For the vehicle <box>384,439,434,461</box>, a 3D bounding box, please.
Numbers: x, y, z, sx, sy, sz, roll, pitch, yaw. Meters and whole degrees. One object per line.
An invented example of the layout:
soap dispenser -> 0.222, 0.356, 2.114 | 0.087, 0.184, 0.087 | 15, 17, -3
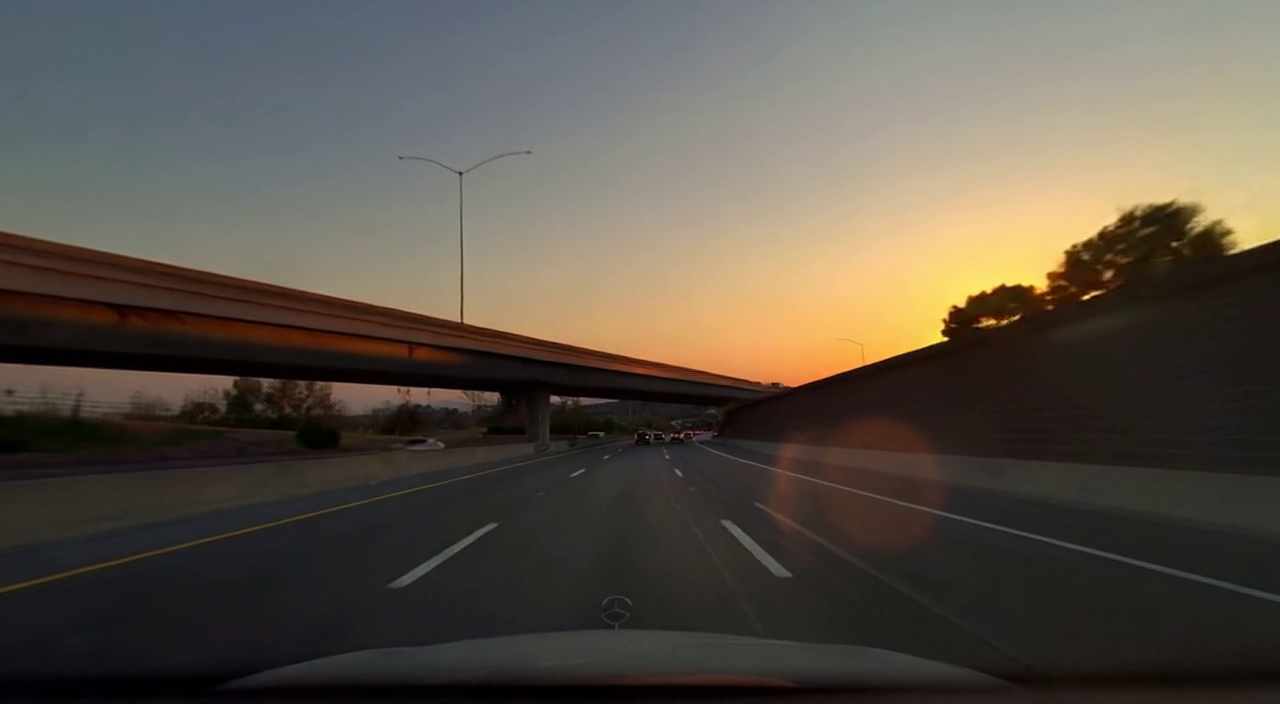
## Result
vehicle -> -17.623, 7.455, 48.316 | 2.141, 1.521, 4.825 | 1, -7, -2
